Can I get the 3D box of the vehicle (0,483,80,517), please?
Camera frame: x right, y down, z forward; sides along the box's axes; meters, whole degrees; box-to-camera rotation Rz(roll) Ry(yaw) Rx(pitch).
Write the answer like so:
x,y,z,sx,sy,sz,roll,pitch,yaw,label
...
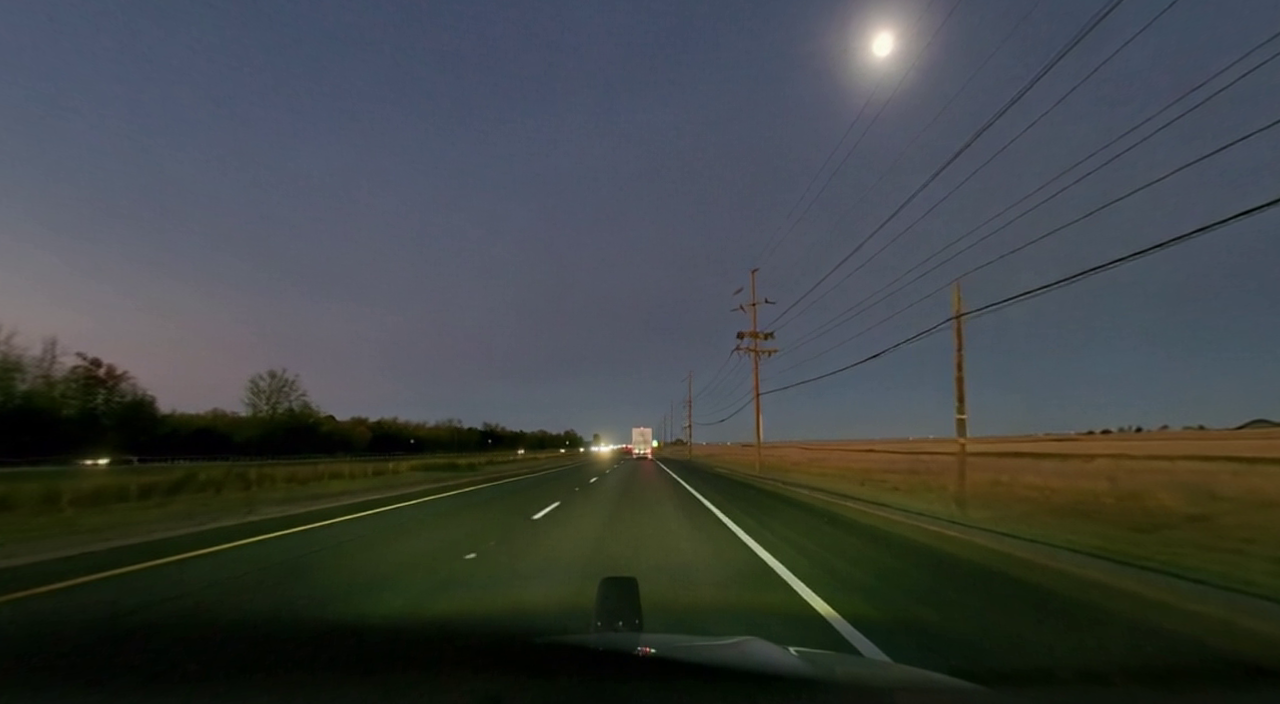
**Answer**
x,y,z,sx,sy,sz,roll,pitch,yaw,label
-42.598,10.411,44.643,1.919,1.944,5.083,2,-9,-13,vehicle
